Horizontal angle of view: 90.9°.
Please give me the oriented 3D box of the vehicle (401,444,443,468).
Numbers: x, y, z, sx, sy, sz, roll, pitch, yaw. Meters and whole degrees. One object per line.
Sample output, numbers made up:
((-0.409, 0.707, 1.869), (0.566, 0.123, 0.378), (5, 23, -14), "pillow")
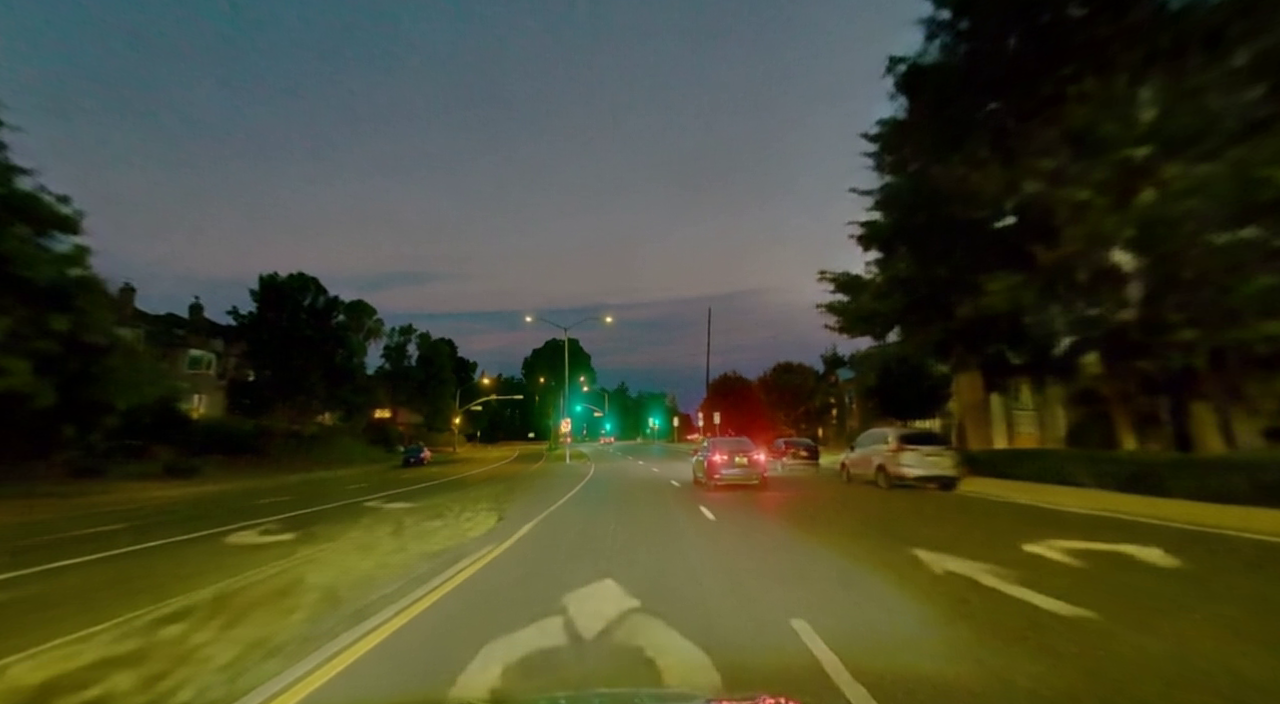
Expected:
((-15.849, 7.557, 45.989), (1.949, 1.642, 4.376), (1, -9, -6), "vehicle")

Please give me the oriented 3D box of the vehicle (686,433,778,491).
((2.530, 3.161, 18.415), (1.960, 1.479, 4.086), (0, -8, -2), "vehicle")

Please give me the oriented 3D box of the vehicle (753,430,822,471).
((6.287, 4.258, 27.333), (2.008, 1.614, 4.369), (0, -8, 1), "vehicle")

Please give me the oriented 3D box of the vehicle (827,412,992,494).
((6.915, 2.666, 16.871), (2.065, 1.861, 4.704), (1, -8, -4), "vehicle")

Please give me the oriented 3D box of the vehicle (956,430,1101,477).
((13.062, 3.439, 21.420), (3.635, 1.482, 1.879), (-1, -9, 8), "vehicle")
